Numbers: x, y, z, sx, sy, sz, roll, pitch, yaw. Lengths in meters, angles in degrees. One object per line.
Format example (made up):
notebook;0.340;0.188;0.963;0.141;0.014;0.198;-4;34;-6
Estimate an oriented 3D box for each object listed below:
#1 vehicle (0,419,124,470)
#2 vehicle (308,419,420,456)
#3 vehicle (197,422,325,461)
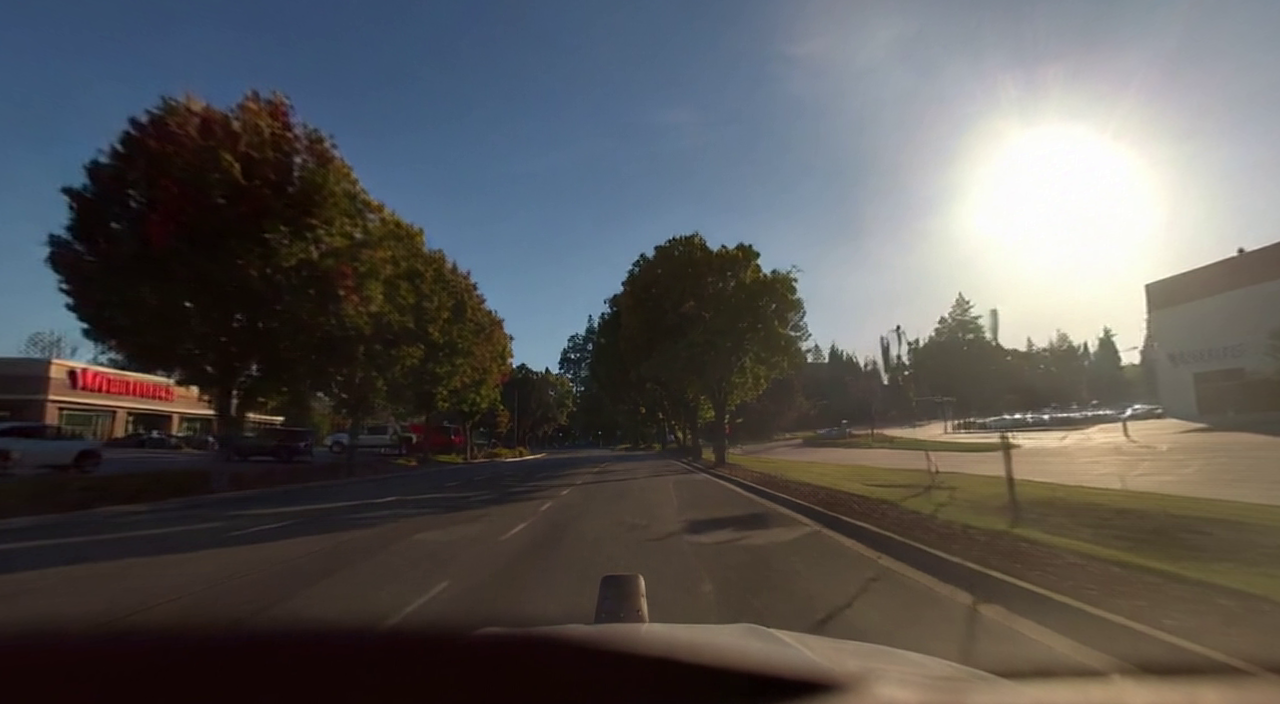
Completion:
vehicle;-18.473;2.791;19.030;4.238;1.459;1.753;0;-9;0
vehicle;-19.859;6.193;45.741;6.919;2.613;2.356;1;-9;-5
vehicle;-19.466;4.636;32.651;5.109;1.891;2.206;0;-9;-1
